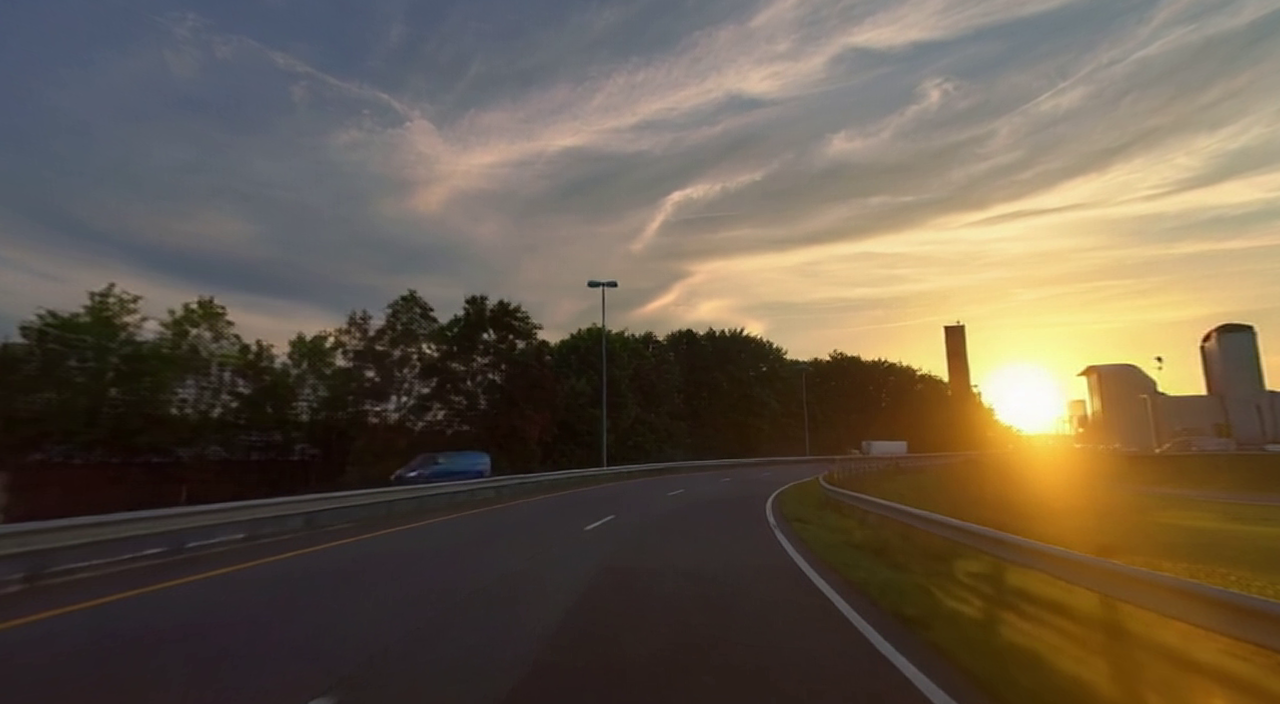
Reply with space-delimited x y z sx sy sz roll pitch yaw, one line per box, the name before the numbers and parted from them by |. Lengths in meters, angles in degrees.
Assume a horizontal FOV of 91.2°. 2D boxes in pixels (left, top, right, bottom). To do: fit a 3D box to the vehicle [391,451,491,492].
vehicle | -8.915 5.366 28.597 2.009 1.707 4.571 -3 -9 18
